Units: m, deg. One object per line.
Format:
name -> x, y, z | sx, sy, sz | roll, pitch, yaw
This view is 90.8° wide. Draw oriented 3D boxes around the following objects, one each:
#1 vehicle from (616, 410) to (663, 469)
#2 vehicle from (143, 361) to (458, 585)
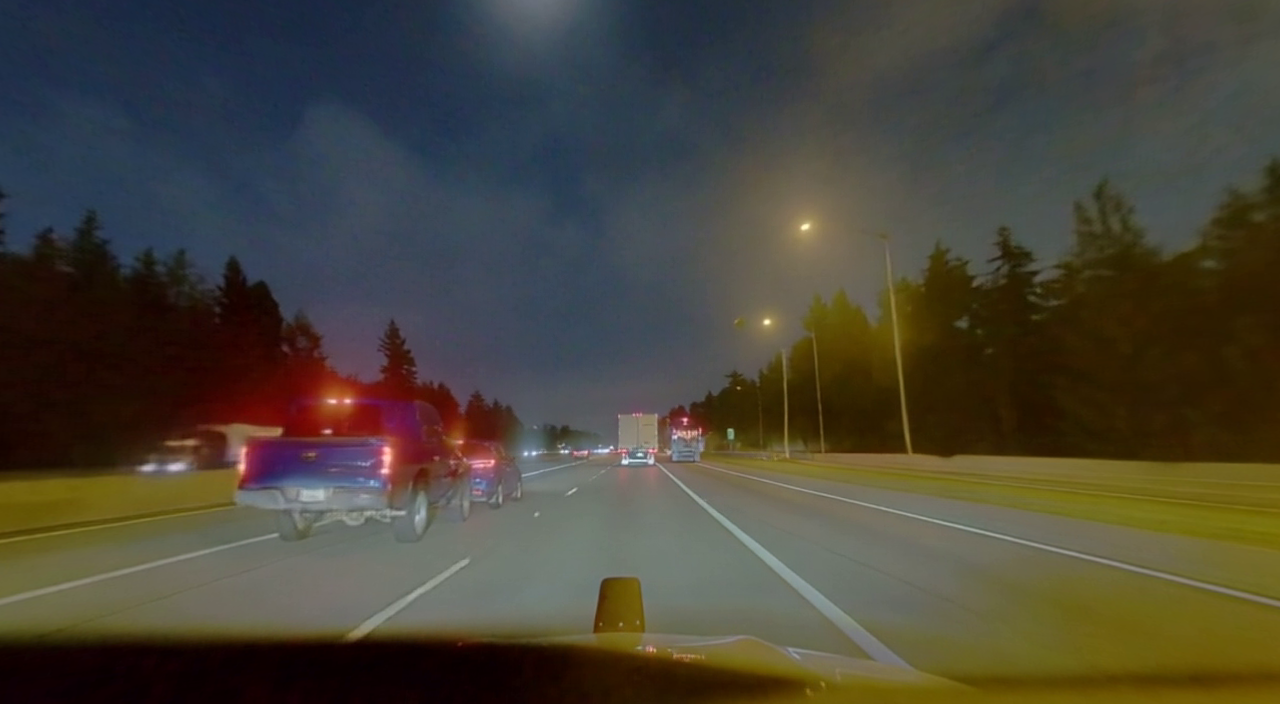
vehicle -> -0.031, 6.850, 48.974 | 3.201, 4.019, 10.918 | 0, -9, 0
vehicle -> -3.905, 1.463, 8.126 | 2.033, 2.234, 3.490 | 0, -9, 0
